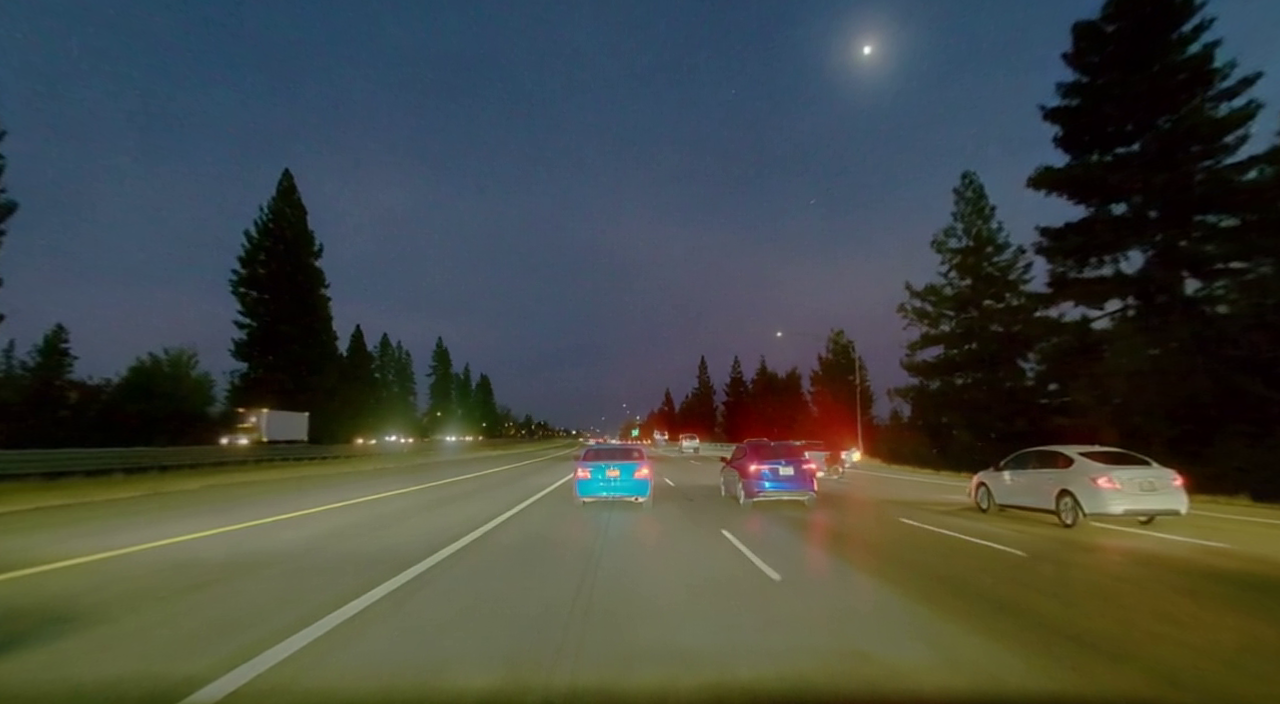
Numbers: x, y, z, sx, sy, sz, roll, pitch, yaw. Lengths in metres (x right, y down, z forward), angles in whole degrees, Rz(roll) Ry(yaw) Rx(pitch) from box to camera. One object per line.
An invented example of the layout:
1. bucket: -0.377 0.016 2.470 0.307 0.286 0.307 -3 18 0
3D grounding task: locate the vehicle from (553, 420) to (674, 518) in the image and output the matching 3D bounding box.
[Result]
1. vehicle: -0.524 2.412 13.393 2.181 1.728 3.970 1 -9 -2

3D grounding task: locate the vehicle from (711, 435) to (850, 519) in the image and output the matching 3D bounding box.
1. vehicle: 2.858 2.663 13.903 1.975 1.532 4.227 1 -9 -2

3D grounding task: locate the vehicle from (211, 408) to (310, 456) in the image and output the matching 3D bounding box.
1. vehicle: -27.770 5.999 46.553 2.876 3.193 7.305 1 -9 -2

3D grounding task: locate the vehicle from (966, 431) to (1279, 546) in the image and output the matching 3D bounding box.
1. vehicle: 8.469 2.347 11.579 2.106 1.641 4.671 1 -9 -5
